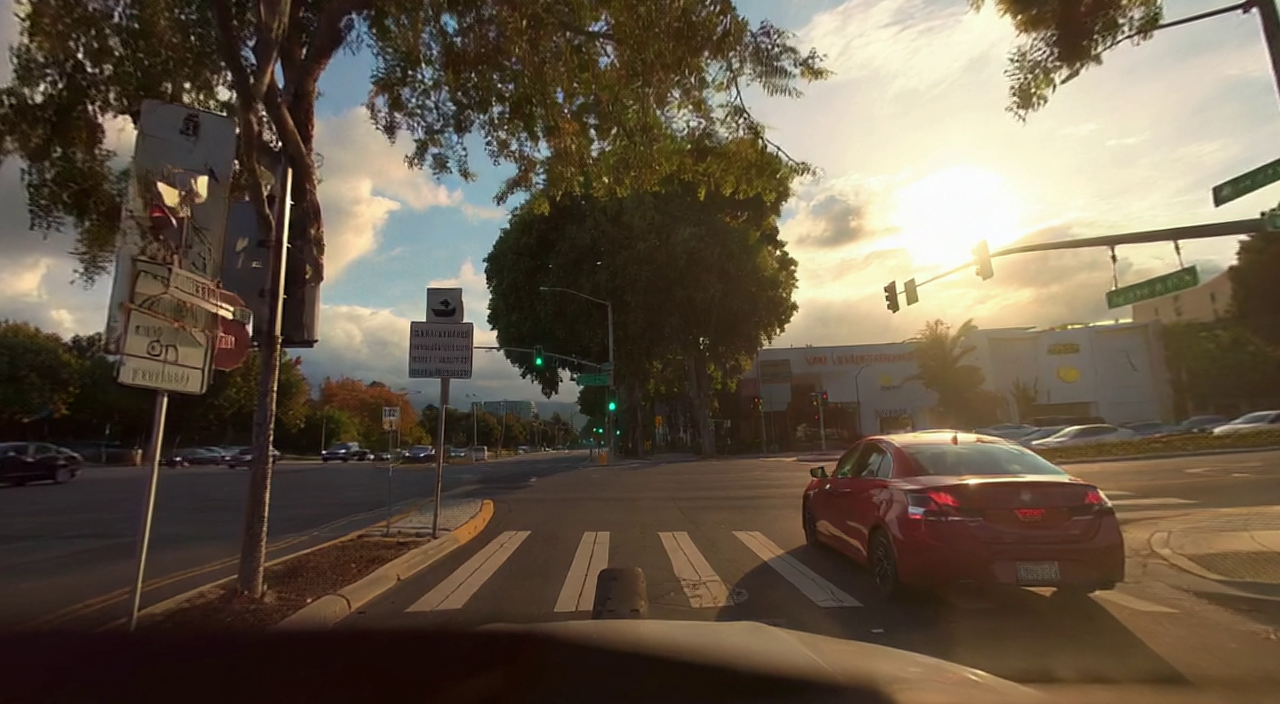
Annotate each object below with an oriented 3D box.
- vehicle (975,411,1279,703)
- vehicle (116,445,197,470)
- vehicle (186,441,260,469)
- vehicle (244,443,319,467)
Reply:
[{"bbox_3d":[4.116,1.067,3.305,1.940,1.487,4.562,0,-8,-4],"label":"vehicle"},{"bbox_3d":[-34.099,7.427,44.610,2.079,1.681,4.675,0,-8,-2],"label":"vehicle"},{"bbox_3d":[-27.160,6.698,41.212,1.886,1.694,4.420,0,-8,-2],"label":"vehicle"},{"bbox_3d":[-23.205,6.657,41.012,2.206,1.447,4.697,0,-8,-2],"label":"vehicle"}]
